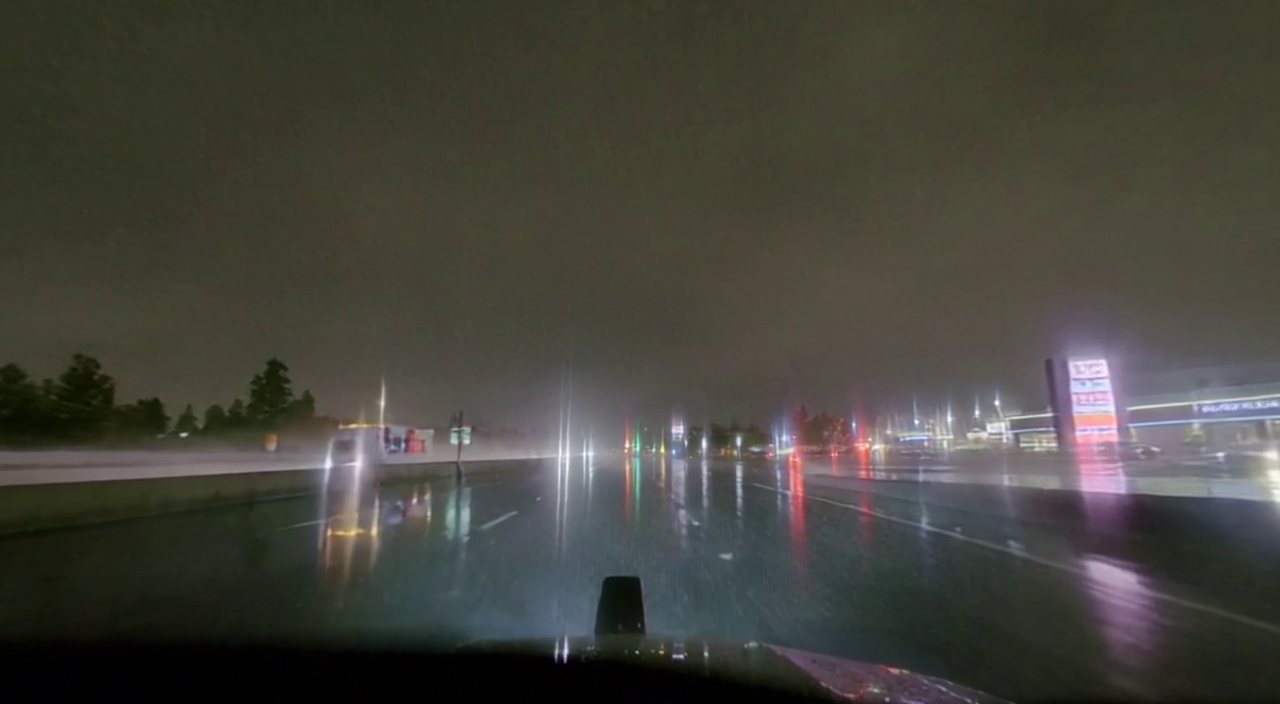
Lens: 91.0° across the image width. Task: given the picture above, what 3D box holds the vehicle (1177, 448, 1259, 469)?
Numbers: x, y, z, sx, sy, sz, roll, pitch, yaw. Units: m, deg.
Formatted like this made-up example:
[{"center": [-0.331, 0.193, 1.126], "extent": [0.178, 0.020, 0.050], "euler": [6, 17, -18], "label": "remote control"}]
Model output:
[{"center": [44.979, 8.284, 49.037], "extent": [4.605, 1.545, 2.020], "euler": [1, -9, -6], "label": "vehicle"}]

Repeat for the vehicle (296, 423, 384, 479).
[{"center": [-23.040, 7.659, 48.925], "extent": [2.971, 4.003, 7.817], "euler": [0, -9, -1], "label": "vehicle"}]
